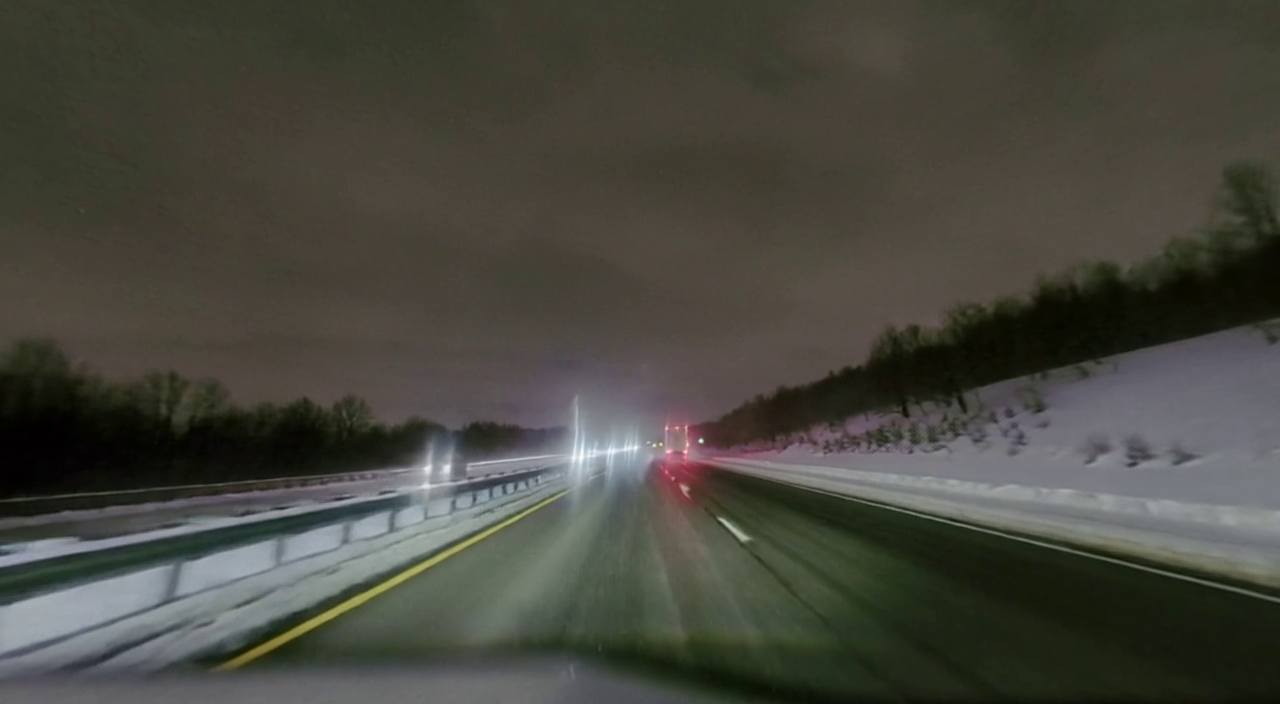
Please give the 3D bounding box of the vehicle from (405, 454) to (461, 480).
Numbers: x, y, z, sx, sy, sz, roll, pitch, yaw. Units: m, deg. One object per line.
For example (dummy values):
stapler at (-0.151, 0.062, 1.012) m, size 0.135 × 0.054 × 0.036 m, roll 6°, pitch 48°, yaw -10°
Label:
vehicle at (-13.233, 7.339, 40.390) m, size 1.880 × 1.514 × 4.697 m, roll -1°, pitch -9°, yaw 1°
